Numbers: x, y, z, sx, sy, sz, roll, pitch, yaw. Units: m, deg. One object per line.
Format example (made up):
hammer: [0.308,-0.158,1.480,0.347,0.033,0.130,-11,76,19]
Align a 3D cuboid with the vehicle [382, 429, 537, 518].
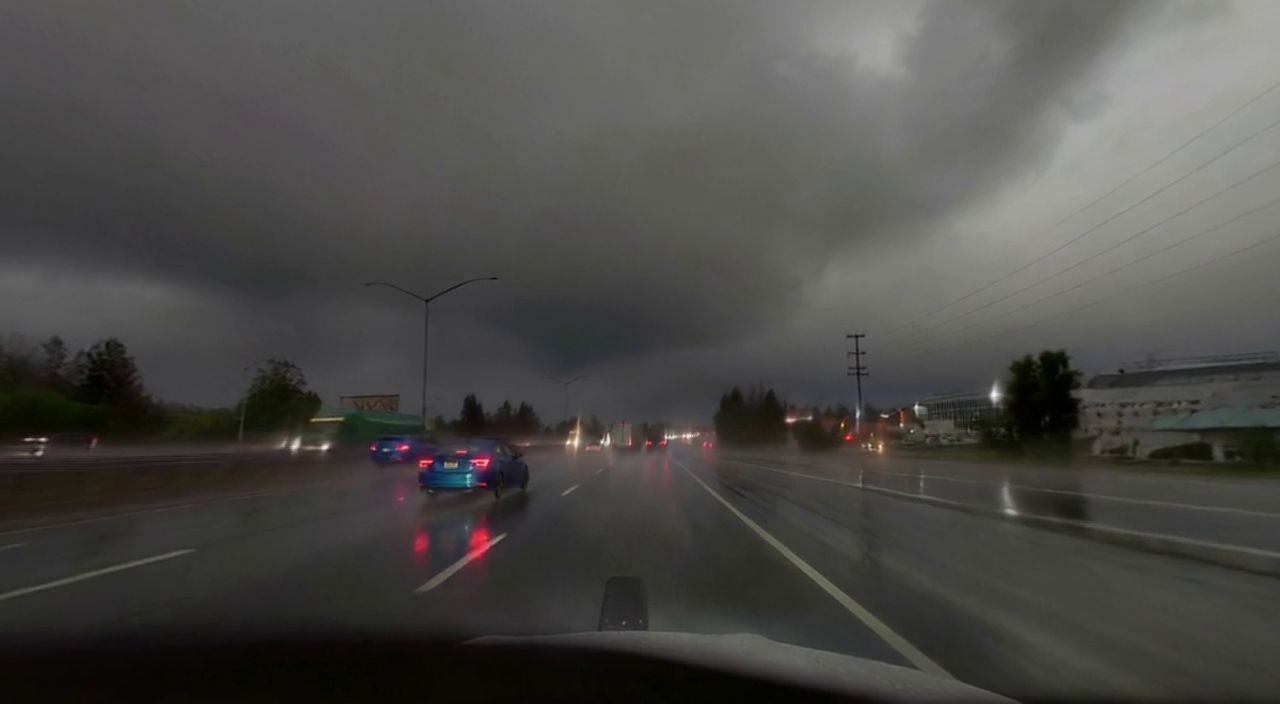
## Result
vehicle: [-3.431,2.374,12.776,1.953,1.511,3.704,-1,-8,2]

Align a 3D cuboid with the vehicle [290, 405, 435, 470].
vehicle: [-17.567,5.719,41.790,2.945,3.489,14.127,-1,-8,2]
